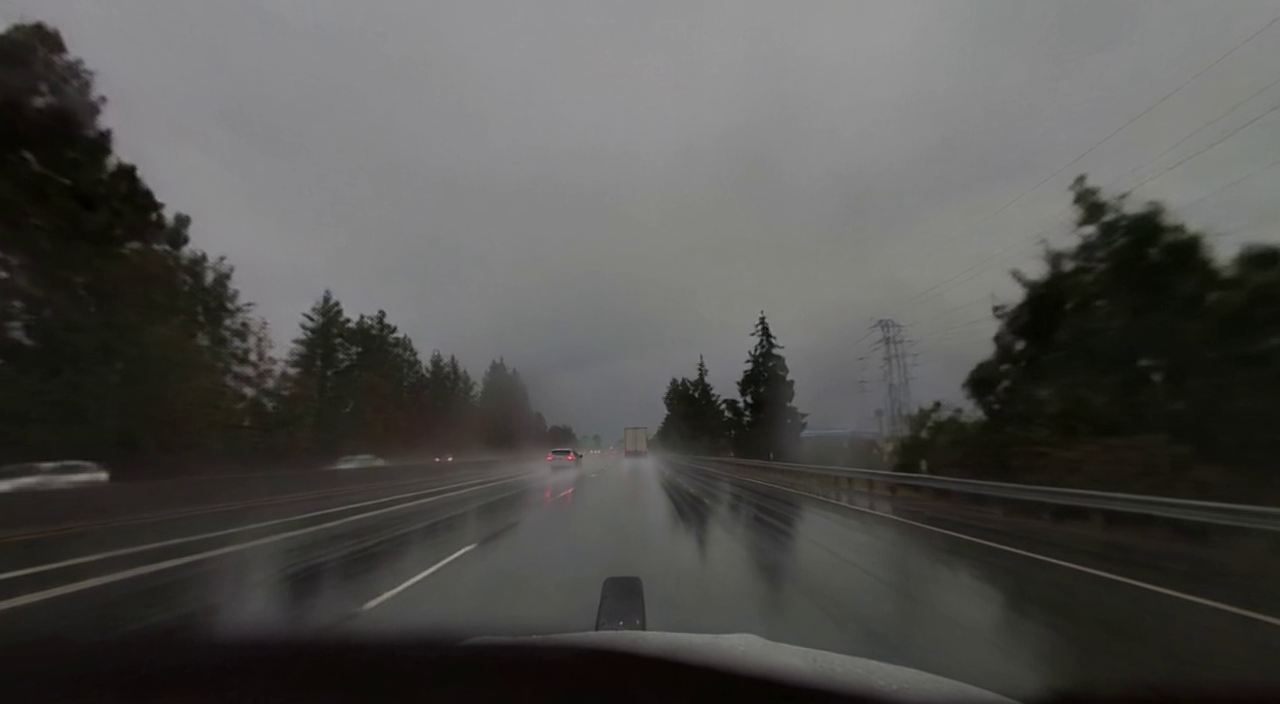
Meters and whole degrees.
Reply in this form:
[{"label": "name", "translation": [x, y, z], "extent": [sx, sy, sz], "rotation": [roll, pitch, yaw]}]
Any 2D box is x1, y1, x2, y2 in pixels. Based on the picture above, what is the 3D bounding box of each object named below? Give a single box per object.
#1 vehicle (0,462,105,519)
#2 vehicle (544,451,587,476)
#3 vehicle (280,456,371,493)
[{"label": "vehicle", "translation": [-18.015, 3.908, 18.006], "extent": [1.830, 1.469, 4.110], "rotation": [0, -9, 0]}, {"label": "vehicle", "translation": [-4.474, 6.762, 38.519], "extent": [2.106, 1.445, 4.404], "rotation": [0, -9, 0]}, {"label": "vehicle", "translation": [-13.266, 5.148, 26.930], "extent": [1.761, 1.413, 4.126], "rotation": [0, -9, 0]}]
